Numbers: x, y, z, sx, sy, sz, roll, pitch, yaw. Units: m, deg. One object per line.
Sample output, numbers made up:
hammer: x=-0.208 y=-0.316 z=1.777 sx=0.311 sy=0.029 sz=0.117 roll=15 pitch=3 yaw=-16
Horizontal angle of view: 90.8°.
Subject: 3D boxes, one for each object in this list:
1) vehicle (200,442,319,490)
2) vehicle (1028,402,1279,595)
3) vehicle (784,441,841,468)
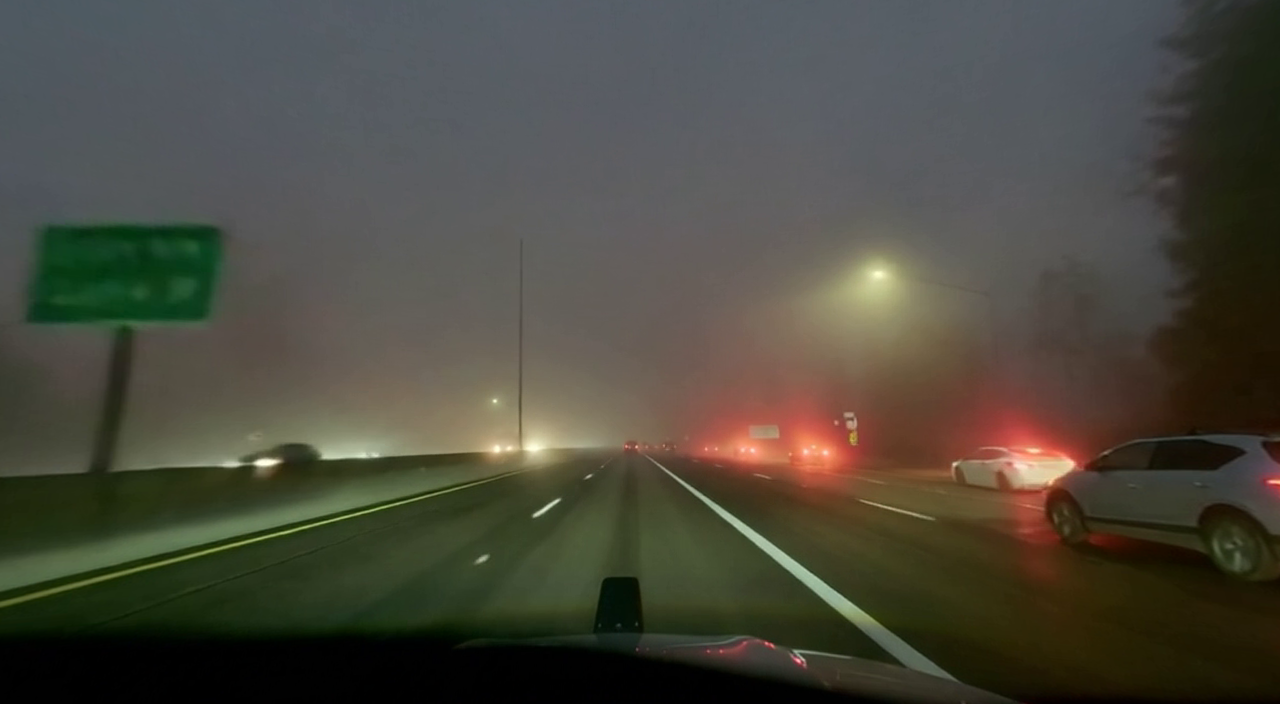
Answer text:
vehicle: x=-10.905 y=3.251 z=18.367 sx=1.491 sy=1.186 sz=3.271 roll=1 pitch=-8 yaw=-2
vehicle: x=6.625 y=1.466 z=6.739 sx=2.027 sy=1.679 sz=4.543 roll=0 pitch=-8 yaw=-1
vehicle: x=10.477 y=6.292 z=38.833 sx=1.962 sy=1.536 sz=4.945 roll=0 pitch=-8 yaw=-2
